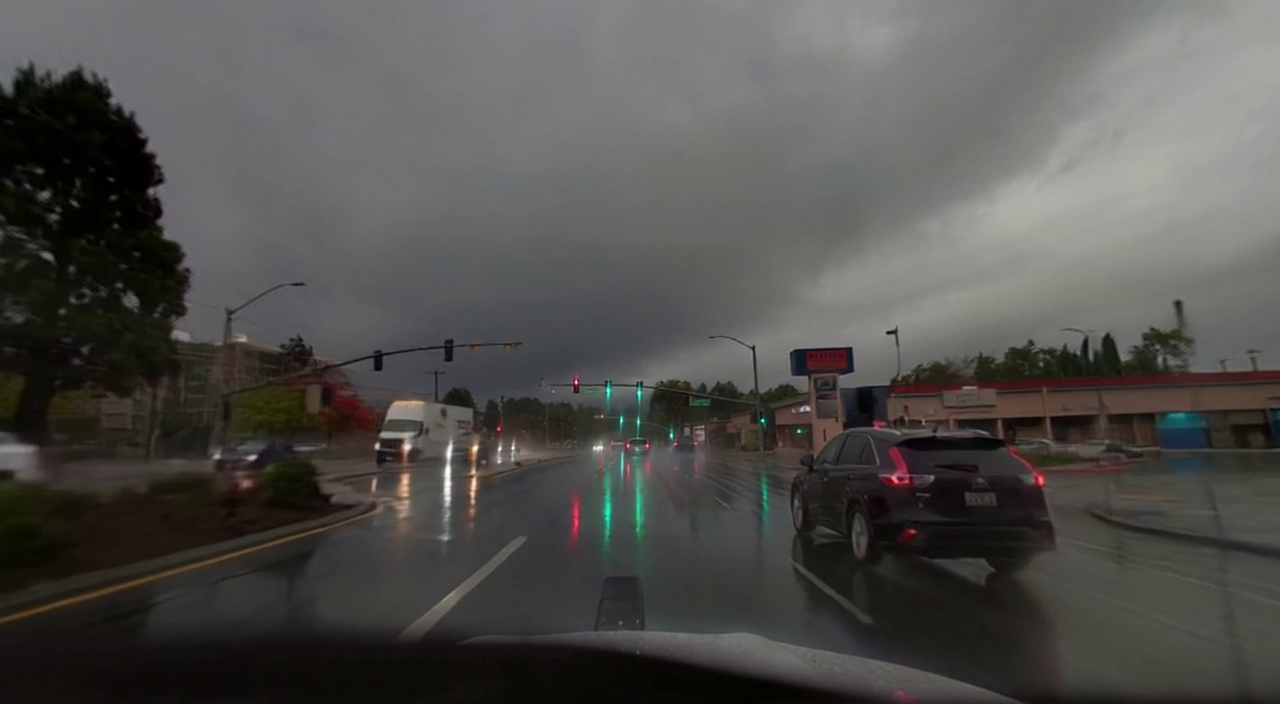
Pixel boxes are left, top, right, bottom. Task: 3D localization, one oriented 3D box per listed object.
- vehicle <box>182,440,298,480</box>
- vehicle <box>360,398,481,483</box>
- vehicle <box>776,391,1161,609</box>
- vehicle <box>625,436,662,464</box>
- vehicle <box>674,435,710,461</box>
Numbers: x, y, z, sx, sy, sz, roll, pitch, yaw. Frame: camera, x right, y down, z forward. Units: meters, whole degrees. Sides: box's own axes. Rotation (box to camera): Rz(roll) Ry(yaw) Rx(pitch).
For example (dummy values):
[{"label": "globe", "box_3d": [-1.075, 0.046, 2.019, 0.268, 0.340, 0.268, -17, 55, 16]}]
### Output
[{"label": "vehicle", "box_3d": [-17.754, 4.792, 28.436, 1.946, 1.606, 5.136, 0, -8, -1]}, {"label": "vehicle", "box_3d": [-7.374, 3.098, 22.081, 2.334, 2.525, 5.893, 0, -8, -3]}, {"label": "vehicle", "box_3d": [3.057, 1.478, 7.208, 1.969, 1.682, 4.387, 0, -8, -1]}, {"label": "vehicle", "box_3d": [0.150, 5.822, 37.604, 2.023, 1.532, 3.891, 0, -8, -2]}, {"label": "vehicle", "box_3d": [3.538, 6.619, 43.604, 2.085, 1.668, 4.077, 0, -8, -1]}]
